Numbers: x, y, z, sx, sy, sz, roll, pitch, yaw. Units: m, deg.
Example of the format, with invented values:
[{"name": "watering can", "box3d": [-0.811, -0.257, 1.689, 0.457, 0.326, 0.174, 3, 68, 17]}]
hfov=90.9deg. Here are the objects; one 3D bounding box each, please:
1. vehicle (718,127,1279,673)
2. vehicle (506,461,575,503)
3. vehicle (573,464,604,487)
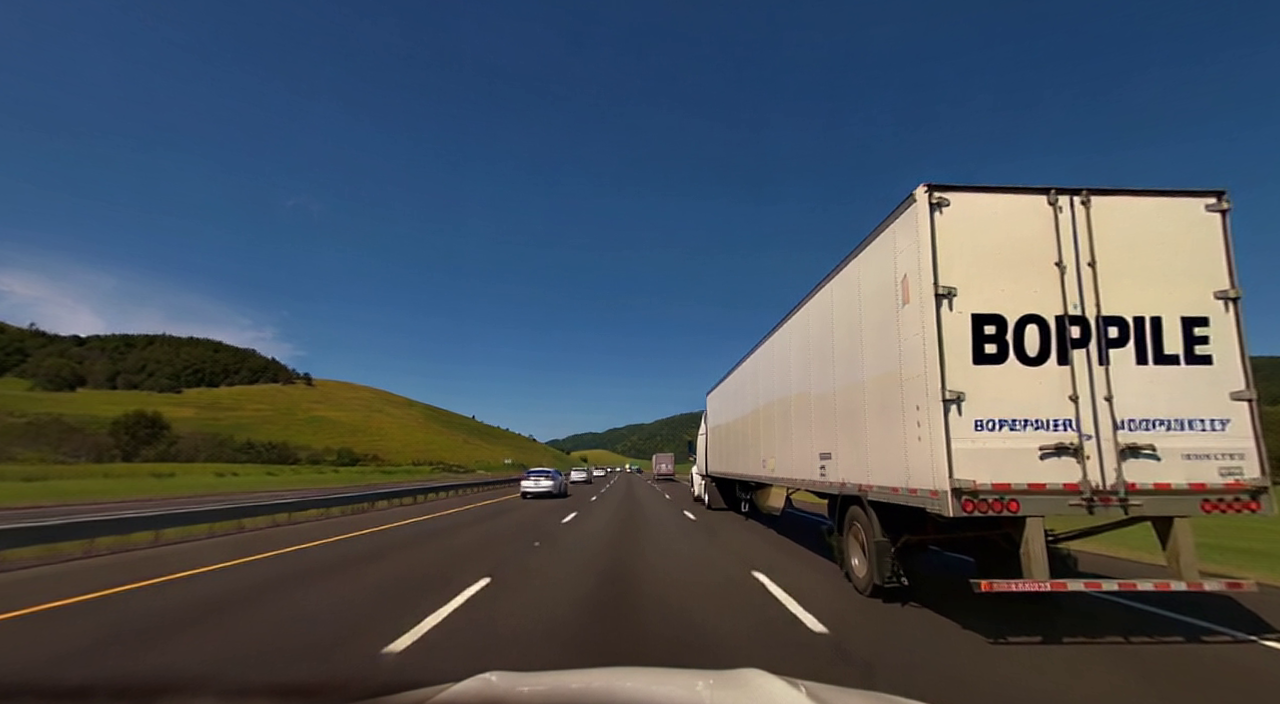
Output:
[{"name": "vehicle", "box3d": [3.791, 1.491, 11.604, 2.839, 4.062, 14.051, 1, -11, 0]}, {"name": "vehicle", "box3d": [-4.086, 5.472, 26.805, 2.088, 1.566, 4.853, 1, -11, 1]}, {"name": "vehicle", "box3d": [-3.975, 9.678, 49.316, 2.063, 1.671, 4.197, 1, -11, 0]}]
